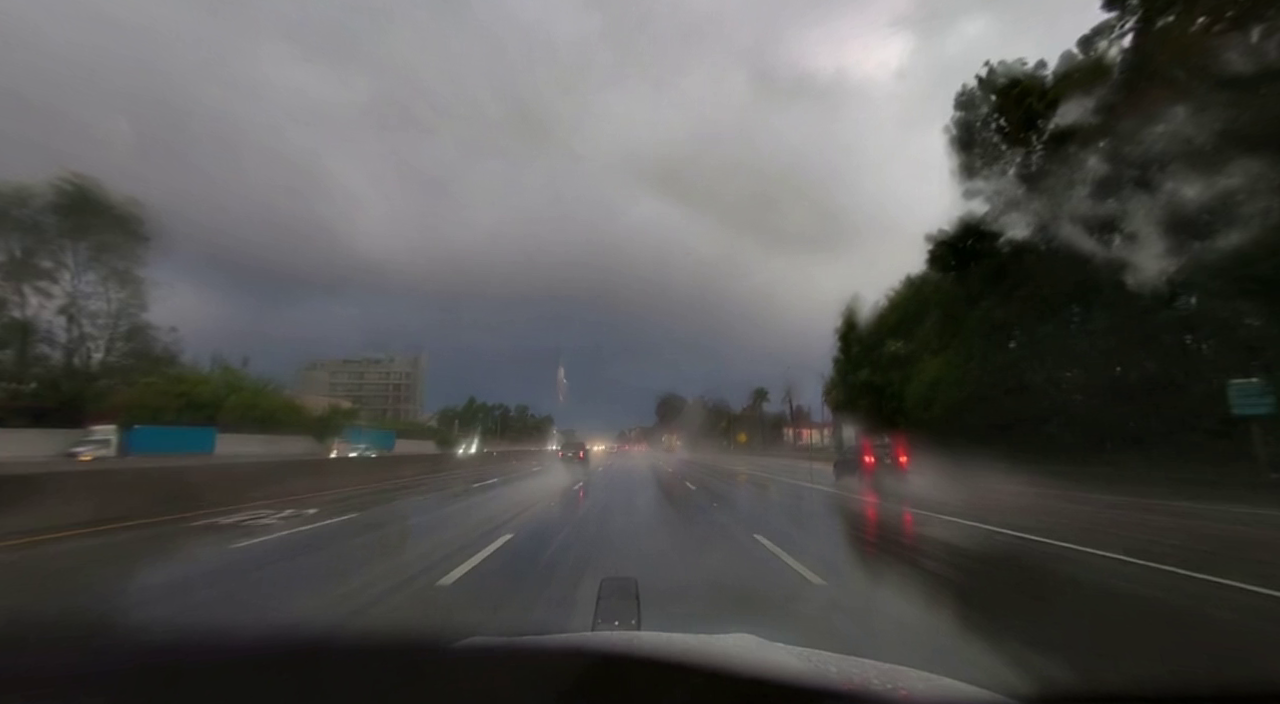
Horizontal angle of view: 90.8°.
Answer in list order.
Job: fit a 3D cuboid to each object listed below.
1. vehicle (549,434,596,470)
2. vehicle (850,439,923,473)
[{"bbox_3d":[-3.907,5.894,37.304,2.225,1.967,4.673,0,-9,0],"label":"vehicle"},{"bbox_3d":[14.131,5.985,36.525,2.168,1.792,4.457,1,-9,-4],"label":"vehicle"}]
